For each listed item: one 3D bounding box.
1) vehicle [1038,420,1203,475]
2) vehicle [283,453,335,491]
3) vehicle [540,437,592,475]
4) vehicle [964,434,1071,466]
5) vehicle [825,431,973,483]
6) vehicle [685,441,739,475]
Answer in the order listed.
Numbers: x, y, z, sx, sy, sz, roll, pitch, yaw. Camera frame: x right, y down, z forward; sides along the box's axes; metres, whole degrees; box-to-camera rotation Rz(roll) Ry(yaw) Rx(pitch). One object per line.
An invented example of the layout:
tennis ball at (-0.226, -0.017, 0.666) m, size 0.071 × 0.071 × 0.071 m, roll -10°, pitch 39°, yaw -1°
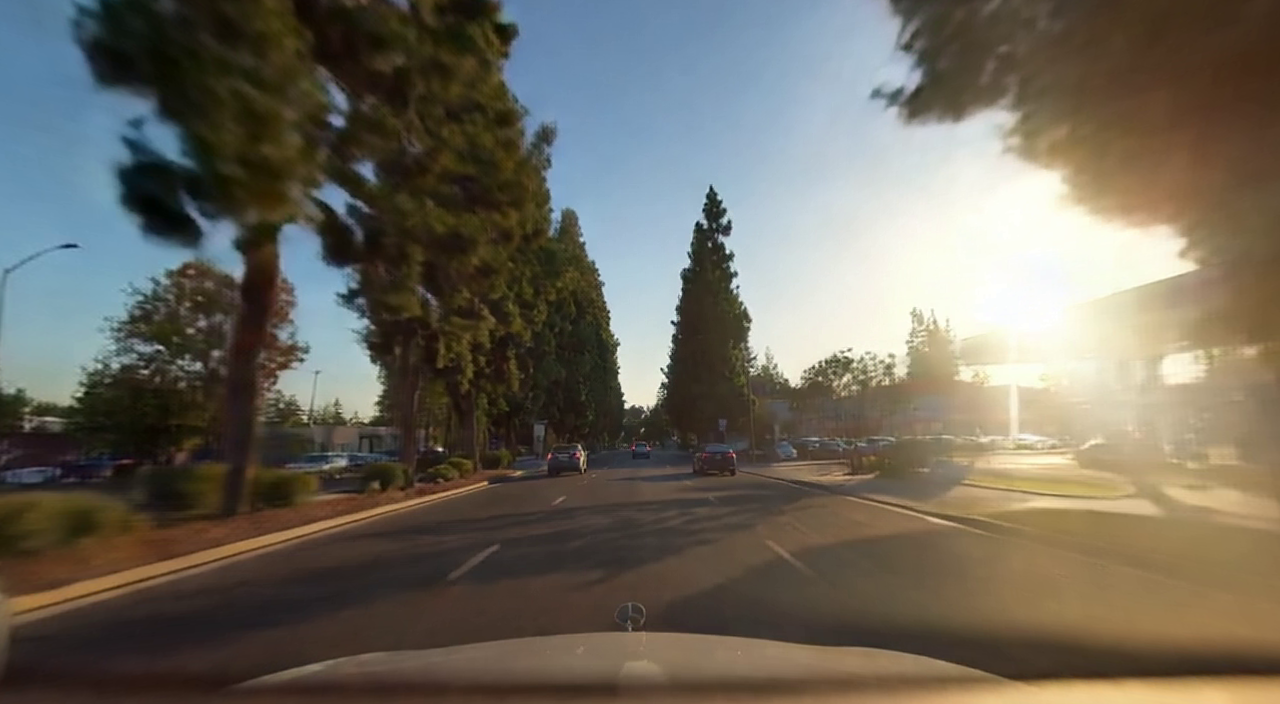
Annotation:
vehicle at (16.833, 3.353, 22.280) m, size 4.107 × 1.487 × 1.937 m, roll -5°, pitch -7°, yaw 3°
vehicle at (-14.778, 5.300, 28.148) m, size 1.839 × 1.478 × 4.437 m, roll 4°, pitch -9°, yaw -27°
vehicle at (-3.632, 5.160, 31.626) m, size 2.051 × 1.747 × 4.370 m, roll 0°, pitch -8°, yaw 1°
vehicle at (22.567, 5.843, 37.785) m, size 5.111 × 1.785 × 2.119 m, roll 0°, pitch -8°, yaw -4°
vehicle at (9.479, 3.835, 23.264) m, size 4.526 × 1.768 × 2.056 m, roll 1°, pitch -9°, yaw -8°
vehicle at (3.448, 5.153, 30.955) m, size 2.010 × 1.486 × 4.498 m, roll 0°, pitch -8°, yaw -1°
